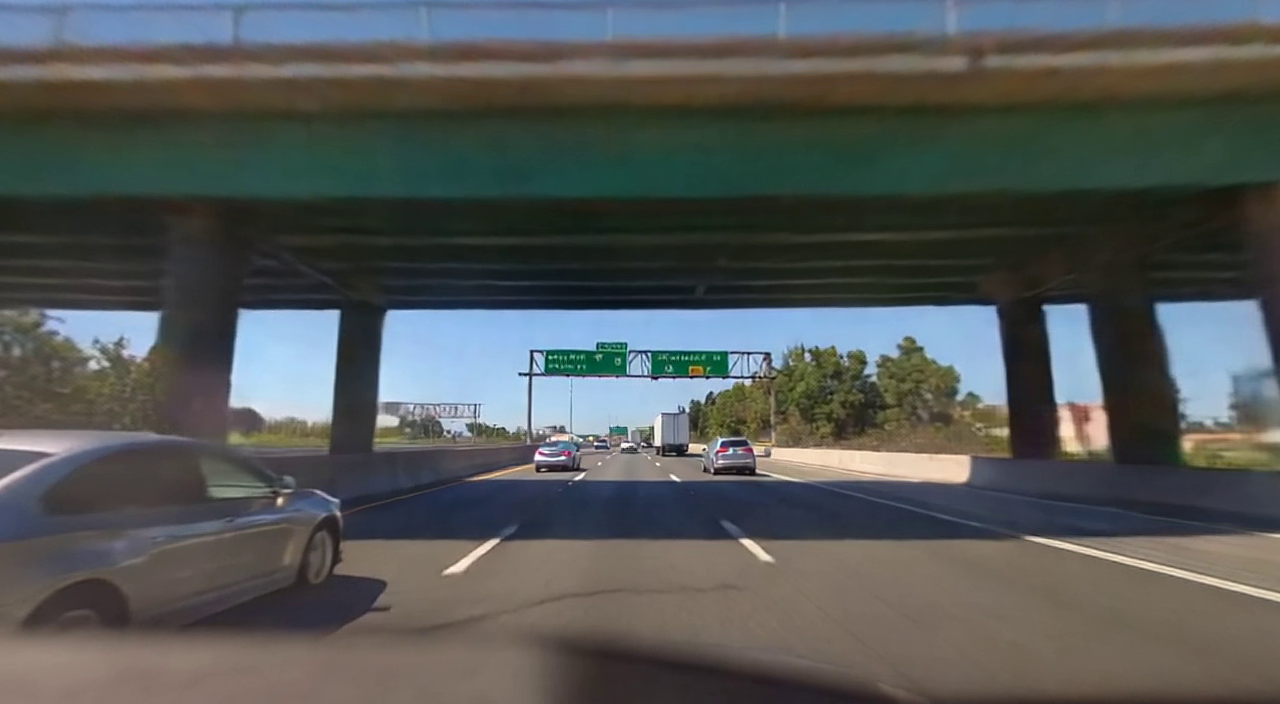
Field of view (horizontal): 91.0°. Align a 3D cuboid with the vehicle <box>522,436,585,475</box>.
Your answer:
[{"bbox_3d":[-3.588,4.373,26.917,2.064,1.479,4.370,-1,-8,0],"label":"vehicle"}]

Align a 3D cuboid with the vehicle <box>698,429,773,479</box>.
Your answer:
[{"bbox_3d":[3.390,3.715,23.210,2.001,1.625,4.088,0,-8,-1],"label":"vehicle"}]

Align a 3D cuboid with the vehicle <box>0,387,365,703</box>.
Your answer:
[{"bbox_3d":[-3.483,1.016,3.230,2.122,1.486,4.532,-1,-8,0],"label":"vehicle"}]
